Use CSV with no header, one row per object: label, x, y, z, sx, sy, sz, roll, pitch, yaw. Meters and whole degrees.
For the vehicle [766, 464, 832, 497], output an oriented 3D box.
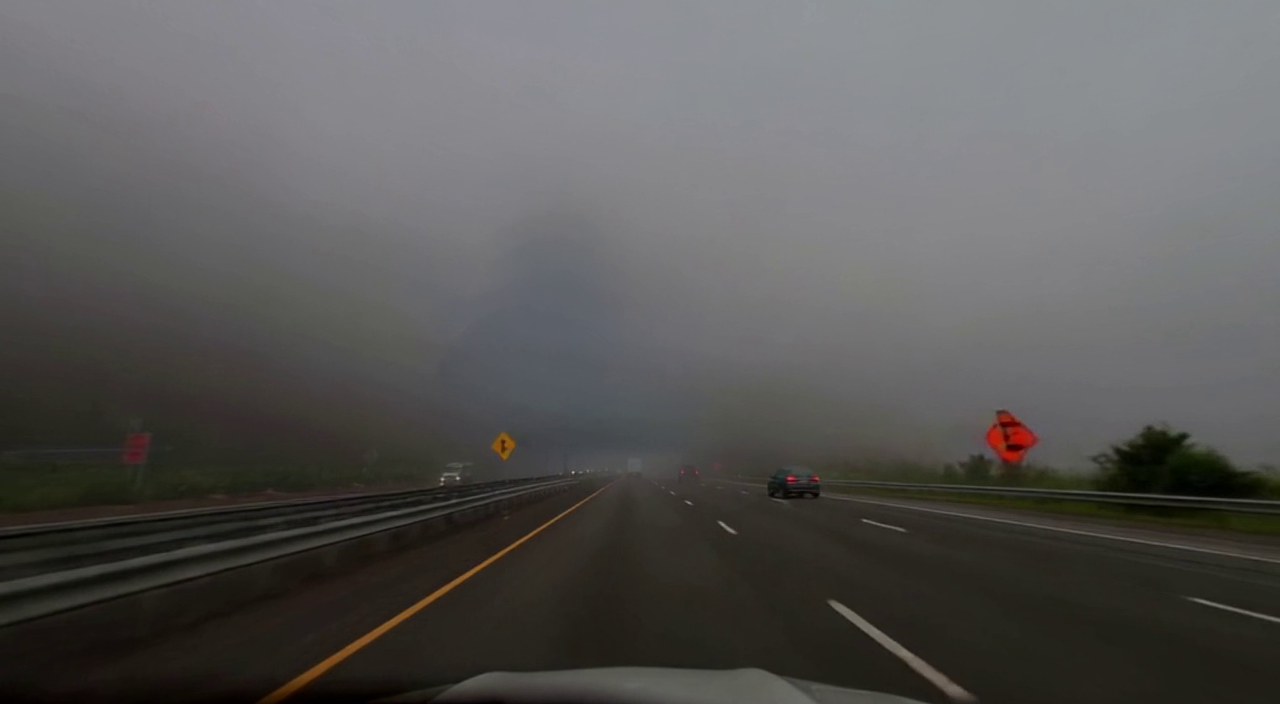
vehicle,7.730,6.303,31.092,2.024,1.476,4.352,1,-10,-1
